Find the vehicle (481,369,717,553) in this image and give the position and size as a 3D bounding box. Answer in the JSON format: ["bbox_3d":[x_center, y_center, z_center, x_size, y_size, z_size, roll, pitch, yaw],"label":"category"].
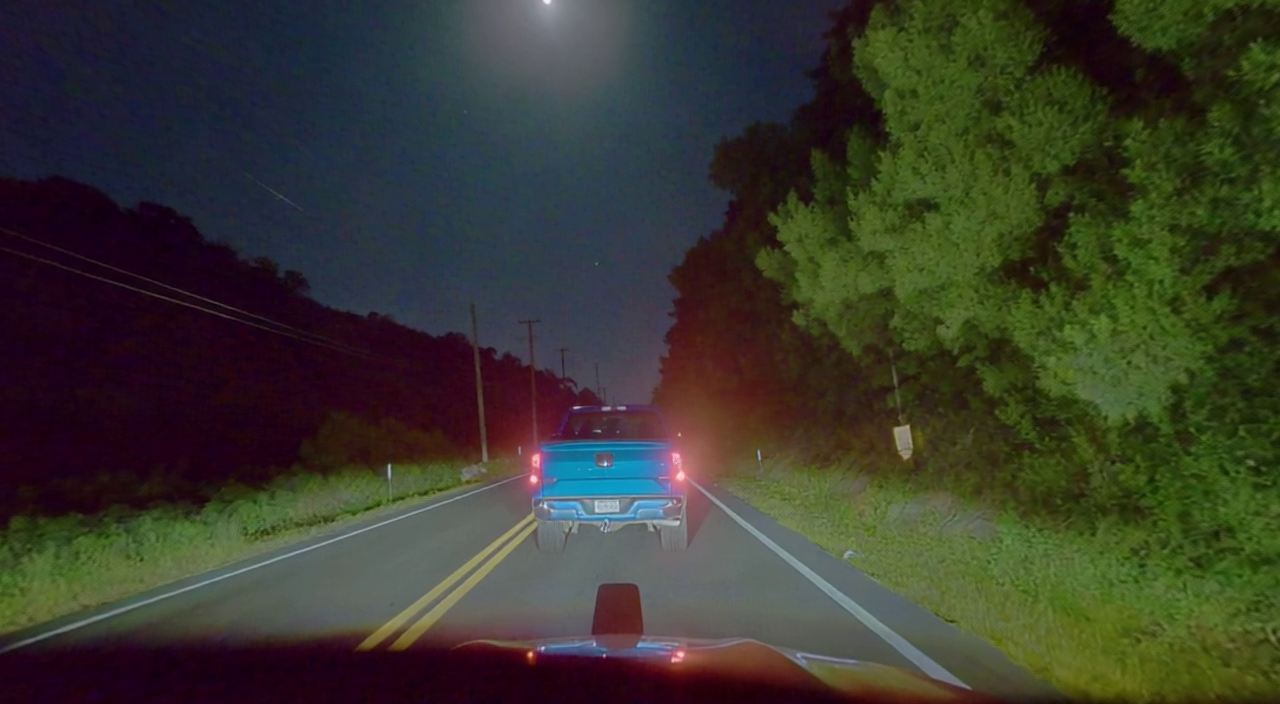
[{"bbox_3d":[-0.527,1.749,10.673,2.837,2.223,5.885,0,-8,-1],"label":"vehicle"}]
